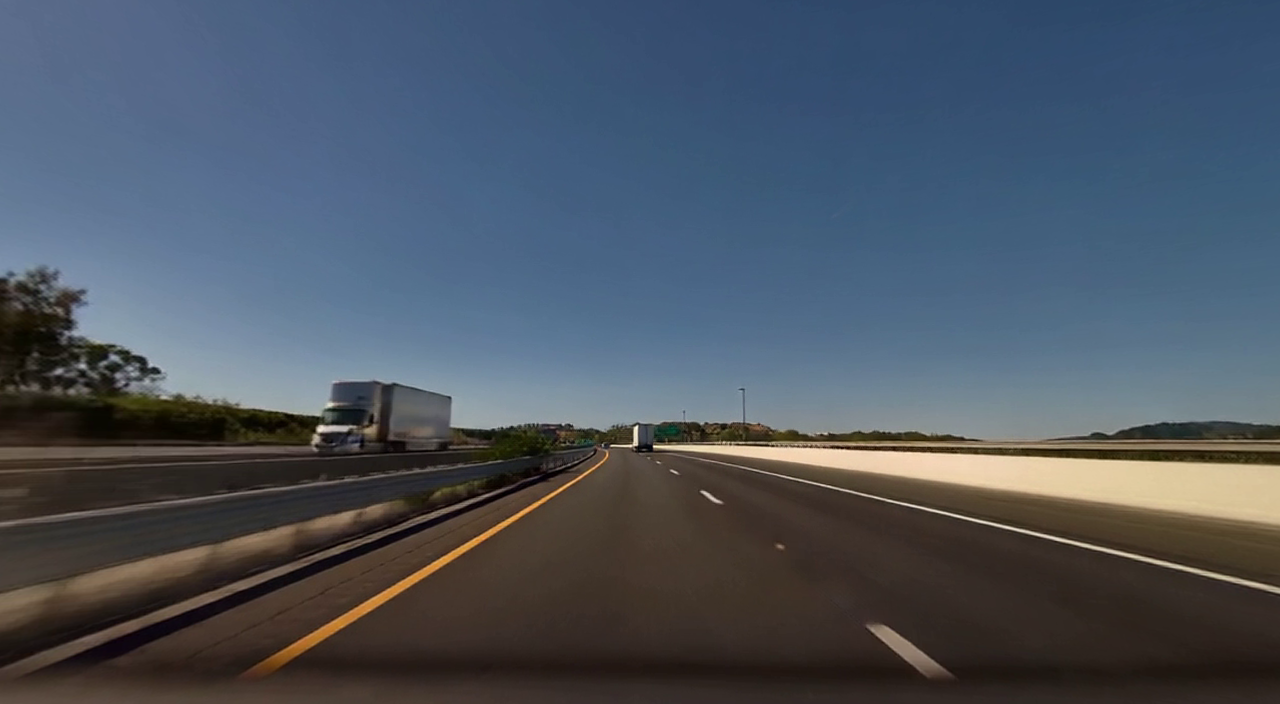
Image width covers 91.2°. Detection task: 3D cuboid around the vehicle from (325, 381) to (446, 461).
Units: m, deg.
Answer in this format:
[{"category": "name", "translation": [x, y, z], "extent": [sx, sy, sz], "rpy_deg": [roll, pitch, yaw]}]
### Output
[{"category": "vehicle", "translation": [-16.645, 4.785, 42.727], "extent": [3.039, 4.546, 13.279], "rpy_deg": [1, -7, -2]}]
